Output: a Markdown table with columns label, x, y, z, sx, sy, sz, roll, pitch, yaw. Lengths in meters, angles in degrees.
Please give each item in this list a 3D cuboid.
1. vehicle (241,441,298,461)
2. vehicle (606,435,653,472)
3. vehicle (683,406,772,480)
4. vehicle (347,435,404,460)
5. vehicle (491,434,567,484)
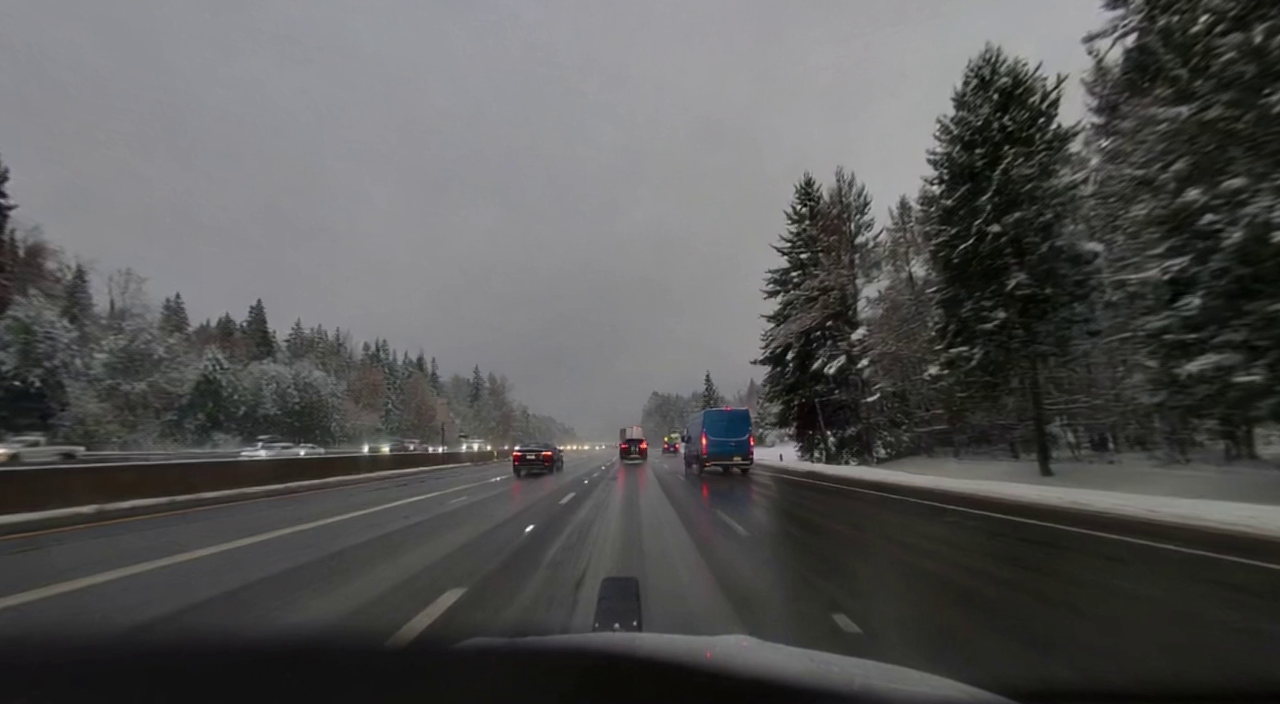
| label | x | y | z | sx | sy | sz | roll | pitch | yaw |
| --- | --- | --- | --- | --- | --- | --- | --- | --- | --- |
| vehicle | -28.631 | 7.654 | 48.971 | 1.846 | 1.475 | 4.167 | 0 | -8 | 0 |
| vehicle | -0.563 | 5.261 | 32.872 | 2.297 | 1.783 | 4.355 | 0 | -8 | -1 |
| vehicle | 3.468 | 3.840 | 26.676 | 2.631 | 2.709 | 6.496 | 0 | -8 | -1 |
| vehicle | -17.095 | 6.210 | 40.968 | 2.134 | 1.538 | 3.622 | 0 | -8 | 0 |
| vehicle | -4.054 | 3.995 | 23.842 | 2.023 | 1.709 | 4.263 | 0 | -8 | 1 |
